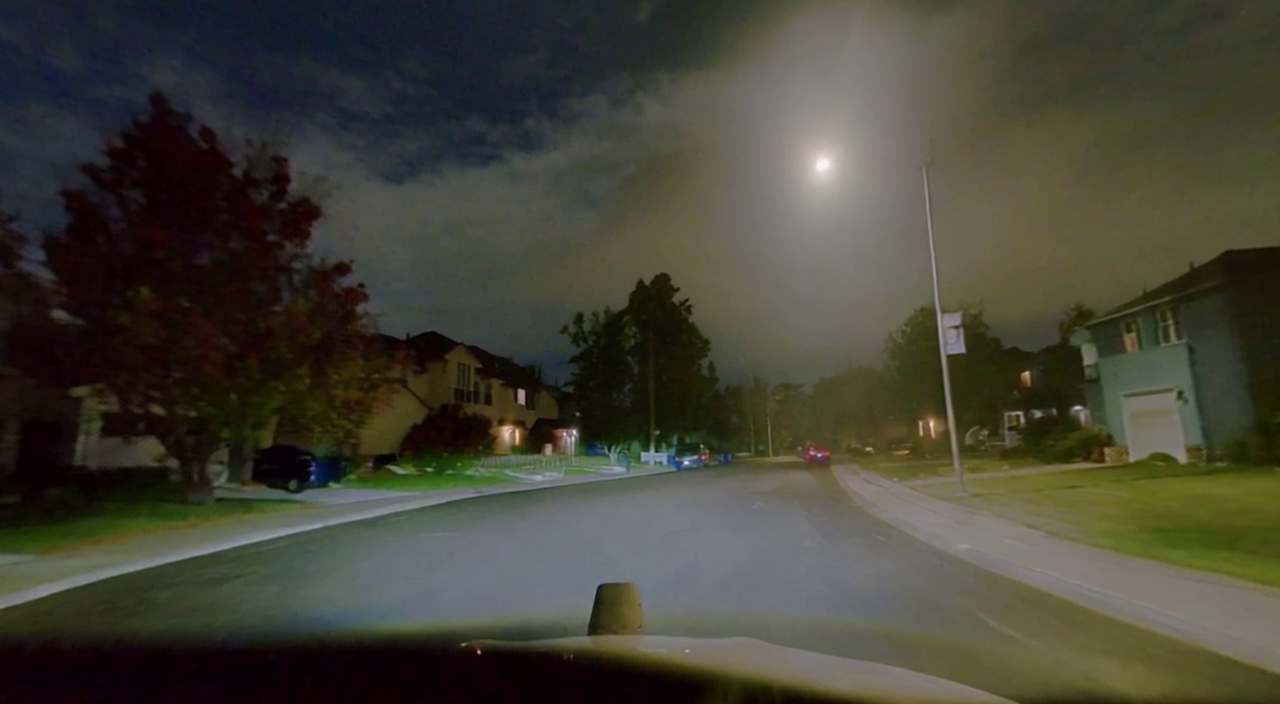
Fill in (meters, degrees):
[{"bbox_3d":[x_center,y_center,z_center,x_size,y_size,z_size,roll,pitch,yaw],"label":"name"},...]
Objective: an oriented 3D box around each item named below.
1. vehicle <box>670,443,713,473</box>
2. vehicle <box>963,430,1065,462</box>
[{"bbox_3d":[3.697,7.395,44.335,2.215,1.859,4.765,-1,-8,15],"label":"vehicle"},{"bbox_3d":[20.767,5.220,35.203,4.384,1.688,1.956,0,-9,0],"label":"vehicle"}]
